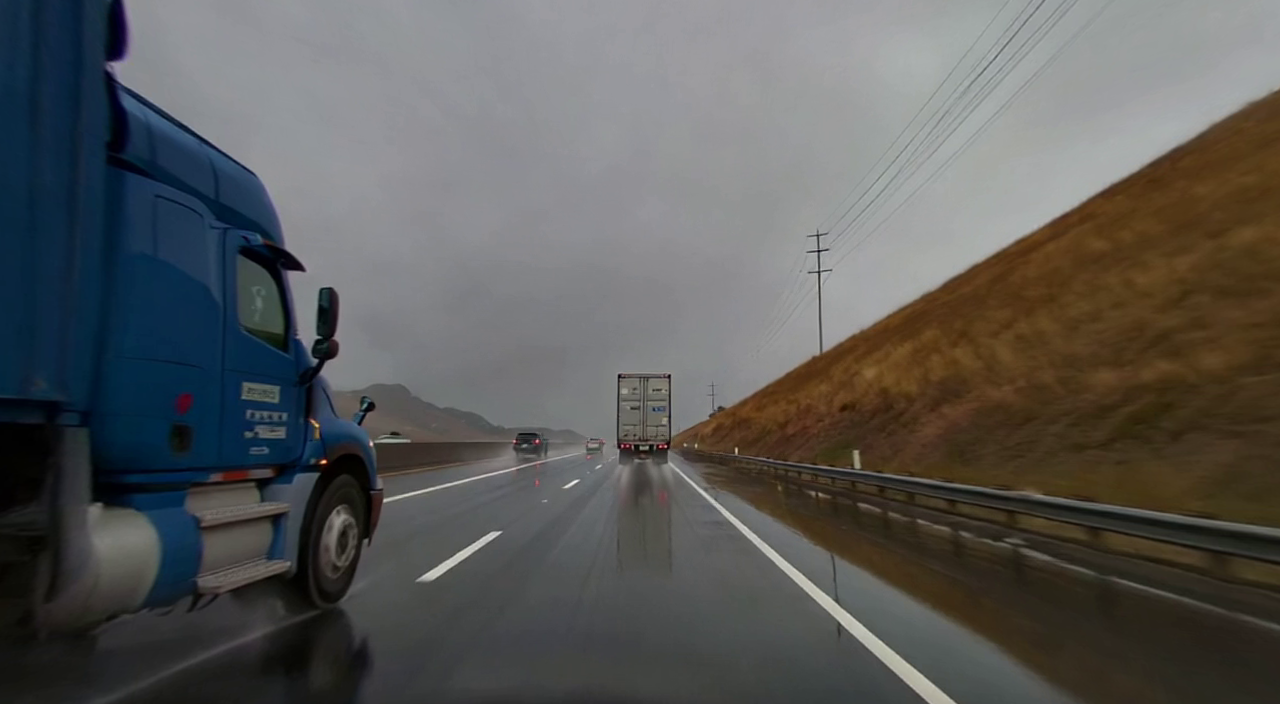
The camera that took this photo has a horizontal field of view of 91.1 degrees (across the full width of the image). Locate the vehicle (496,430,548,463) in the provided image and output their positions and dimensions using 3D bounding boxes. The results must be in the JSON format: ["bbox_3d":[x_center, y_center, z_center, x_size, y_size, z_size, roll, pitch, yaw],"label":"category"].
[{"bbox_3d":[-7.205,5.852,38.823,2.214,1.899,4.719,0,-8,1],"label":"vehicle"}]

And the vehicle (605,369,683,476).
[{"bbox_3d":[0.101,3.558,30.121,3.006,4.120,11.586,0,-8,0],"label":"vehicle"}]

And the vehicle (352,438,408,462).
[{"bbox_3d":[-17.420,6.576,42.286,1.957,1.492,4.092,0,-8,0],"label":"vehicle"}]
